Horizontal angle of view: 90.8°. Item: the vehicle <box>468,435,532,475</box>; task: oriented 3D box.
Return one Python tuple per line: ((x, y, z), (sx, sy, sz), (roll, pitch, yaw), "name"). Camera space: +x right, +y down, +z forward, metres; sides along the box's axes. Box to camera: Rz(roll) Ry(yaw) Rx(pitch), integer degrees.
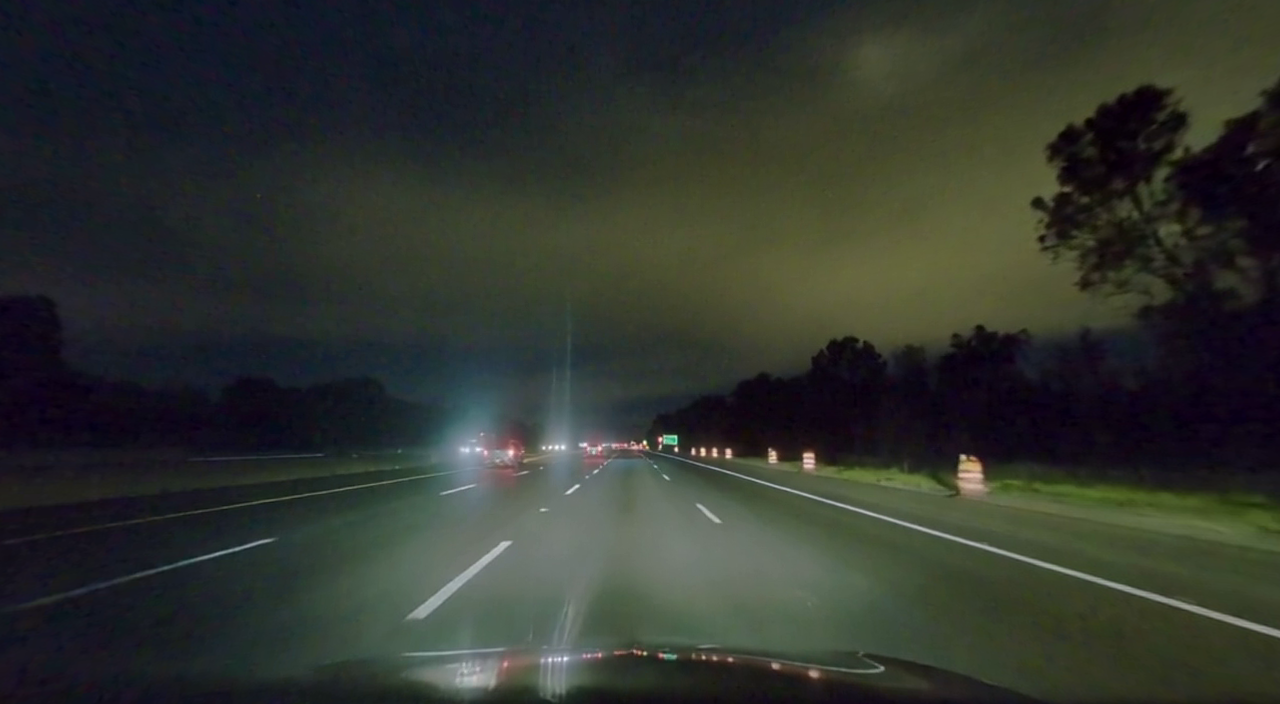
((-6.582, 4.886, 30.212), (2.036, 1.758, 4.529), (0, -9, -1), "vehicle")
